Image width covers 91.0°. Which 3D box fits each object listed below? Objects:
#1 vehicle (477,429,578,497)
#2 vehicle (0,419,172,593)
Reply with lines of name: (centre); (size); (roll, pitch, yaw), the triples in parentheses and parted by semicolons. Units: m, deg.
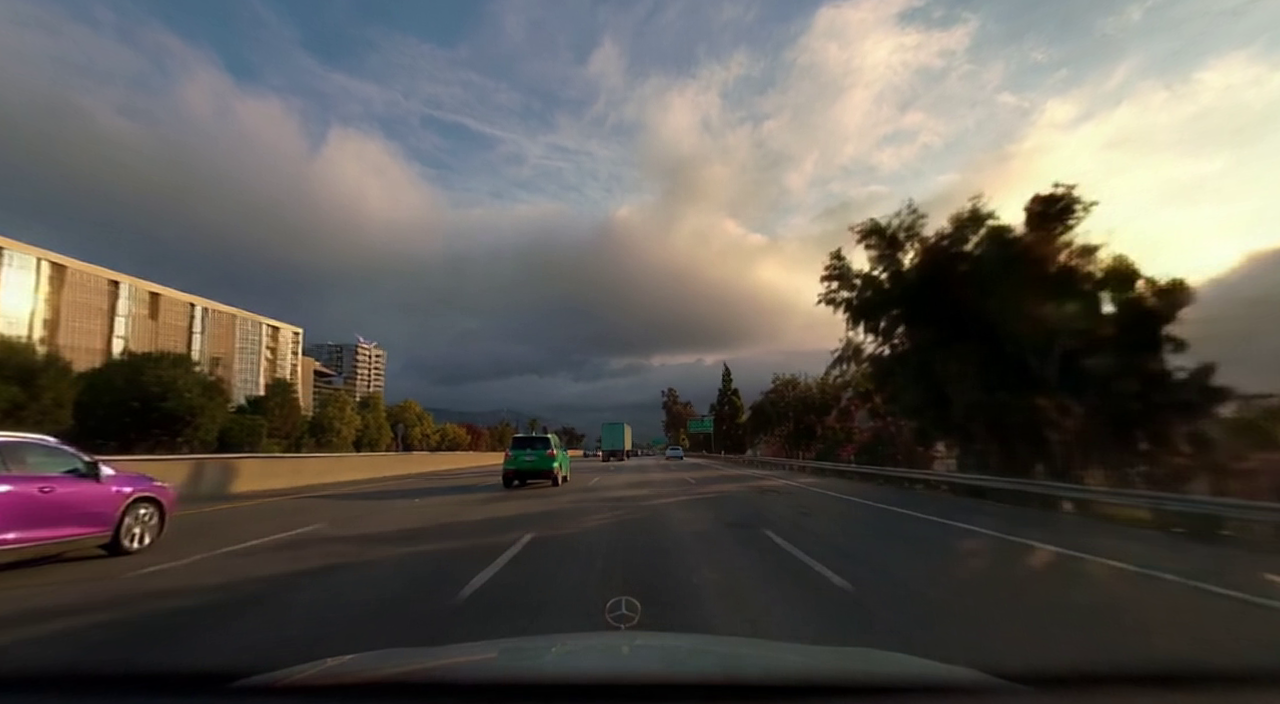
vehicle: (-3.181, 3.244, 18.785); (2.111, 1.742, 4.315); (0, -9, 1)
vehicle: (-6.633, 1.320, 5.380); (1.969, 1.520, 4.190); (1, -9, 1)
